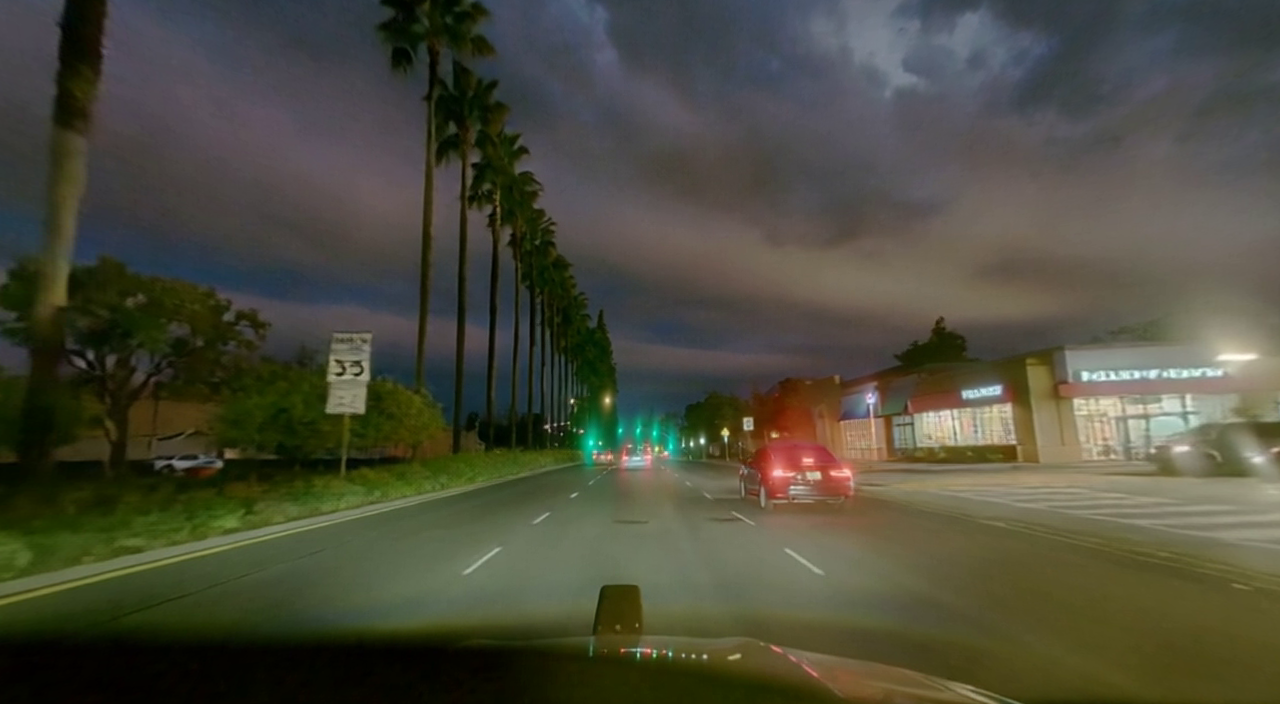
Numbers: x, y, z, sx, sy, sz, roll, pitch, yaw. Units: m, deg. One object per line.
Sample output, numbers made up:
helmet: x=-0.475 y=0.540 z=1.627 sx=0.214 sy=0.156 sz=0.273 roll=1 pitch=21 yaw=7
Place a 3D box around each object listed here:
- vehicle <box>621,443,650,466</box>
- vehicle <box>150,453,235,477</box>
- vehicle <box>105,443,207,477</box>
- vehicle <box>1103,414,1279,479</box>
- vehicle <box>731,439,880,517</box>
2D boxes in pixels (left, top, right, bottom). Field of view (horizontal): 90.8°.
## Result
vehicle: x=-0.355 y=7.797 z=48.065 sx=2.102 sy=1.653 sz=3.698 roll=0 pitch=-9 yaw=-1
vehicle: x=-29.134 y=7.374 z=41.364 sx=1.958 sy=1.476 sz=4.576 roll=-2 pitch=-10 yaw=5
vehicle: x=-31.972 y=7.132 z=42.057 sx=2.210 sy=2.068 sz=5.774 roll=0 pitch=-9 yaw=0
vehicle: x=18.507 y=3.122 z=20.706 sx=4.719 sy=1.803 sz=2.339 roll=-2 pitch=-12 yaw=-4
vehicle: x=3.588 y=2.811 z=14.724 sx=2.090 sy=1.503 sz=4.566 roll=0 pitch=-9 yaw=-2
